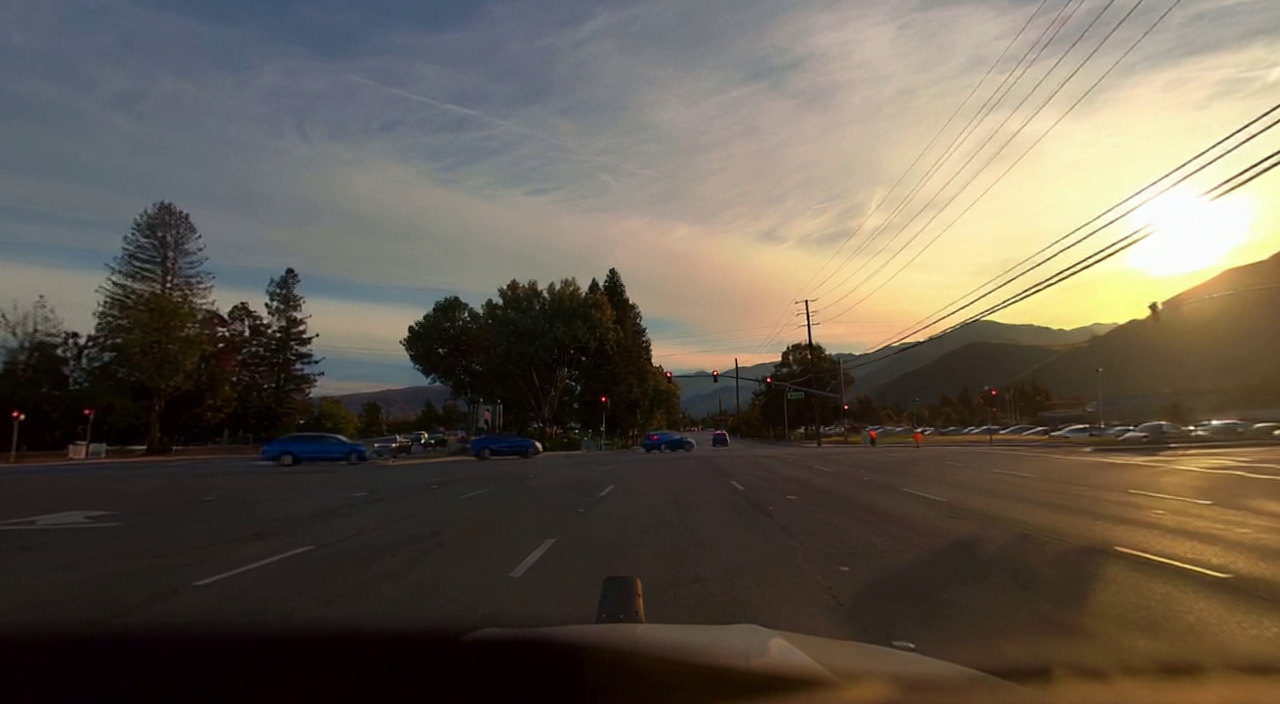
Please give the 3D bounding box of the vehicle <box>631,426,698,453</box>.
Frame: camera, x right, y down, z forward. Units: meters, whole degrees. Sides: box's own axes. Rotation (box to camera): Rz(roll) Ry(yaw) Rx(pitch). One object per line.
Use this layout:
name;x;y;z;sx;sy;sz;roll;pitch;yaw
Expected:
vehicle;1.813;6.197;44.682;2.246;1.805;5.228;-6;-10;35

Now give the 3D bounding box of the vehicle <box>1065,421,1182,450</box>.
vehicle;28.360;4.928;37.217;5.100;1.680;2.055;0;-8;2

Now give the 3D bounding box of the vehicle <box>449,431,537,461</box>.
vehicle;-7.979;5.084;34.316;4.218;1.542;2.044;4;-9;-28

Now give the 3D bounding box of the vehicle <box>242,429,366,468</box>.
vehicle;-16.013;4.636;30.415;4.812;1.735;2.105;2;-9;-15

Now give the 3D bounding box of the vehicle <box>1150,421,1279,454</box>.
vehicle;27.305;4.035;29.801;4.778;1.495;1.959;0;-8;0
